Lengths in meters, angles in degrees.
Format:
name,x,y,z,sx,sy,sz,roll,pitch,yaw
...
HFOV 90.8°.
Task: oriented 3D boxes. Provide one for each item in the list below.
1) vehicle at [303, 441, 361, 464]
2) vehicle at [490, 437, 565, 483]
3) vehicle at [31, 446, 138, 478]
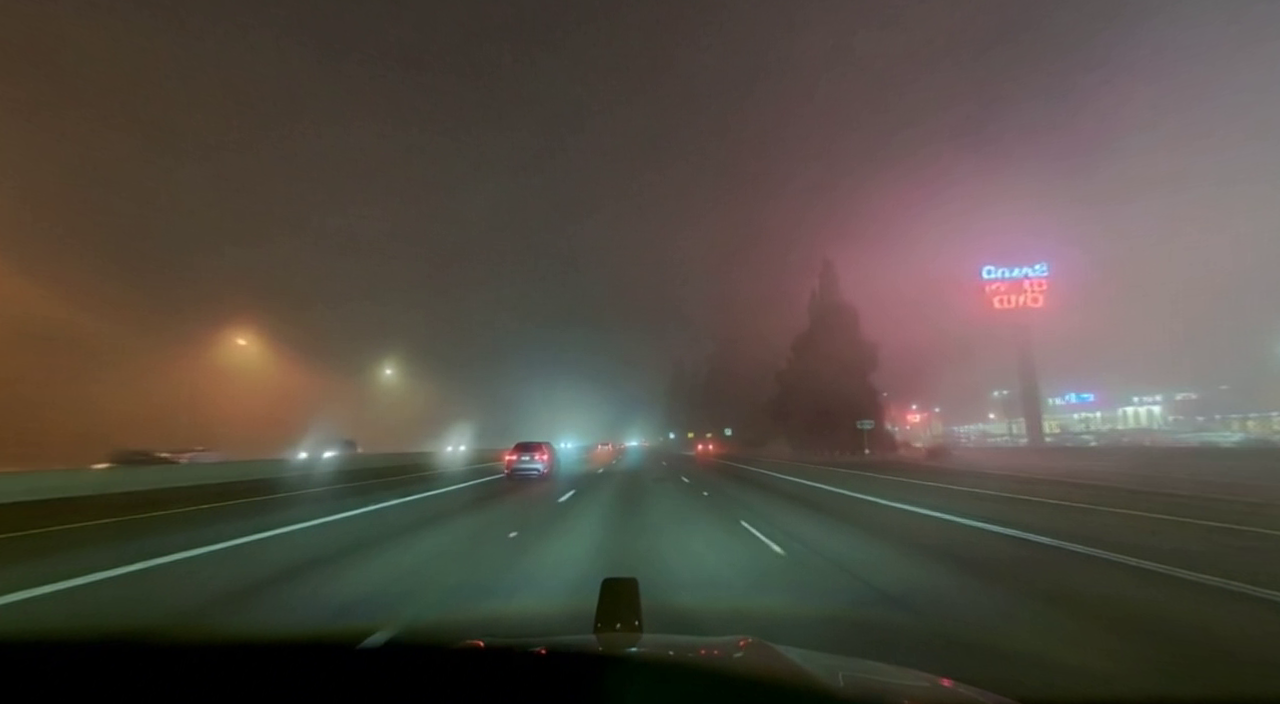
name,x,y,z,sx,sy,sz,roll,pitch,yaw
vehicle,-19.139,6.250,39.382,1.811,1.380,3.619,0,-8,0
vehicle,-4.000,3.905,23.138,1.939,1.508,4.272,0,-8,0
vehicle,-26.759,5.274,30.588,1.796,1.401,3.732,0,-8,-1
